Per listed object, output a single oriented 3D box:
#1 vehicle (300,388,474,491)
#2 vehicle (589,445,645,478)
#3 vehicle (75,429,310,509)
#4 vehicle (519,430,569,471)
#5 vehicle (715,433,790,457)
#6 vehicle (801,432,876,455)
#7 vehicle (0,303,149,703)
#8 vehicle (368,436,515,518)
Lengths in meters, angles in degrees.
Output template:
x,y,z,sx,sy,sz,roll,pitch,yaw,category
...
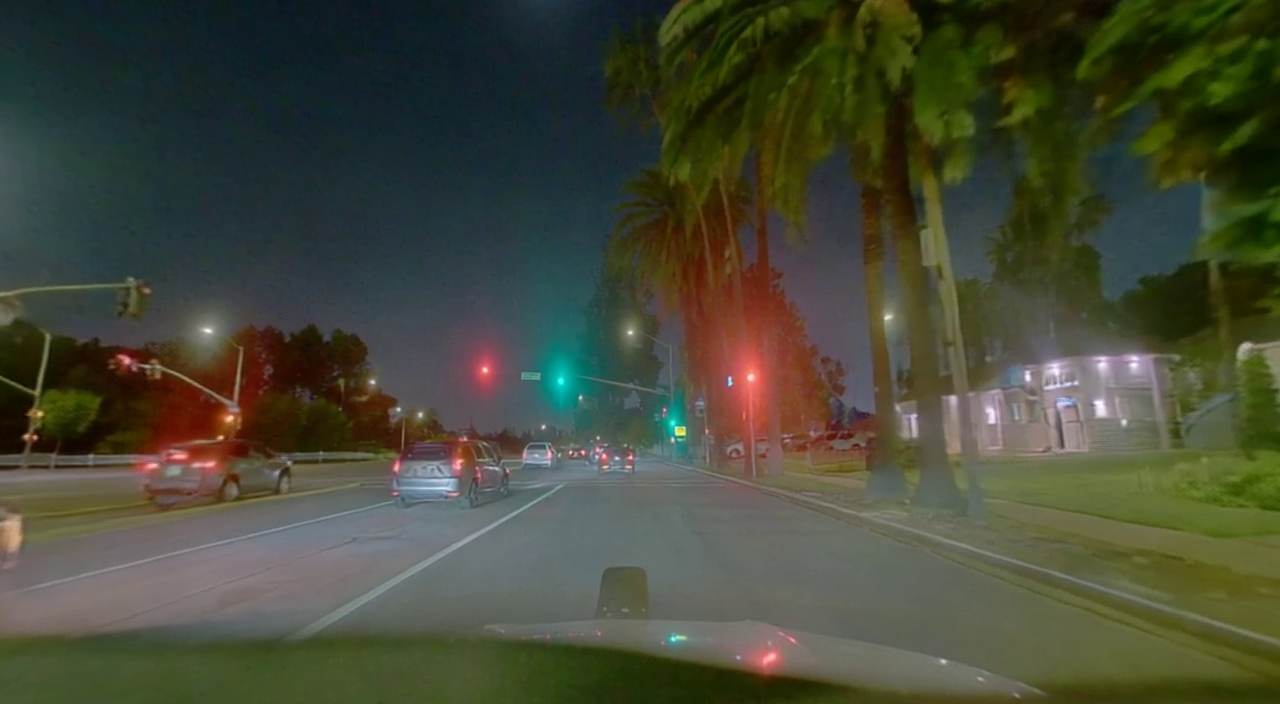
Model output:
x,y,z,sx,sy,sz,roll,pitch,yaw,category
-7.608,2.812,20.140,2.821,2.701,6.721,0,-8,-1,vehicle
-1.003,4.461,26.034,2.131,1.222,3.868,0,-8,-4,vehicle
-10.879,2.871,16.027,2.364,1.648,5.116,0,-8,-2,vehicle
-4.797,4.987,32.093,2.032,1.852,4.571,-1,-8,-3,vehicle
8.099,6.696,45.444,4.742,1.690,2.218,3,-9,-19,vehicle
13.933,6.421,44.353,4.615,1.555,2.021,2,-9,-16,vehicle
-3.988,0.500,1.132,2.144,1.877,4.899,-1,-8,2,vehicle
-3.961,2.544,13.398,1.709,1.425,4.337,-1,-8,0,vehicle
